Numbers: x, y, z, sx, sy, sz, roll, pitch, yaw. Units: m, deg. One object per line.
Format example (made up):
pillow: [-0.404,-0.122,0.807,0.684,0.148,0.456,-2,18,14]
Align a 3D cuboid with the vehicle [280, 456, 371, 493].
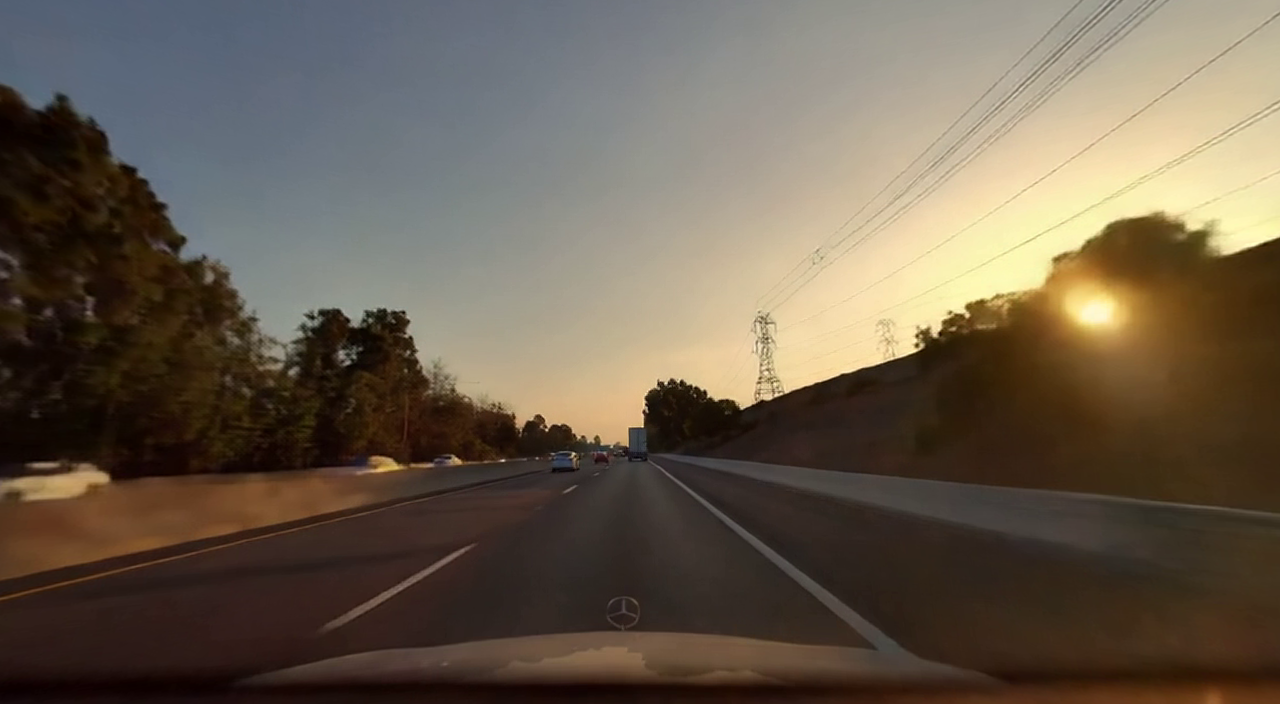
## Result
vehicle: [-13.266,5.148,26.930,1.761,1.413,4.126,0,-9,0]

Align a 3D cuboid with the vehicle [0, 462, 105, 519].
vehicle: [-18.015,3.908,18.006,1.830,1.469,4.110,0,-9,0]

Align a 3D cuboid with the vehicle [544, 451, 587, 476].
vehicle: [-4.474,6.762,38.519,2.106,1.445,4.404,0,-9,0]
